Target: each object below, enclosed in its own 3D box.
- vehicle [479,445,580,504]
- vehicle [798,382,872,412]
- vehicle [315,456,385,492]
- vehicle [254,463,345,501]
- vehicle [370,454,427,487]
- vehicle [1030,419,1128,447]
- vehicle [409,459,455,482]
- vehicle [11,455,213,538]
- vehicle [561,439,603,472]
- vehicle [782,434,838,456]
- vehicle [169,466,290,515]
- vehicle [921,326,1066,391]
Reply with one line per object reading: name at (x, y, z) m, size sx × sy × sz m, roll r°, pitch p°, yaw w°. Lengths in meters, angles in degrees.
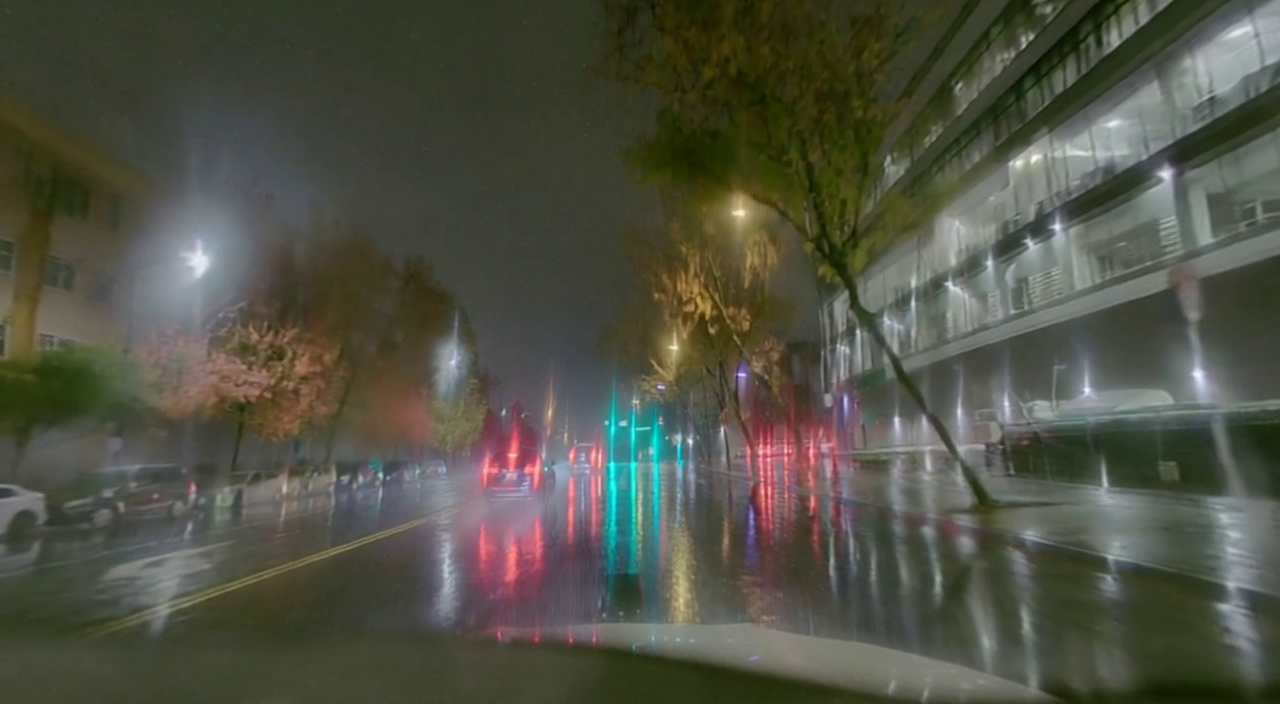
vehicle at (-2.937, 3.349, 17.795) m, size 2.051 × 1.454 × 4.132 m, roll 0°, pitch -8°, yaw 1°
vehicle at (11.666, 2.730, 38.042) m, size 3.827 × 1.556 × 1.730 m, roll -1°, pitch -9°, yaw -1°
vehicle at (-16.230, 6.811, 35.615) m, size 1.897 × 1.805 × 4.538 m, roll 0°, pitch -8°, yaw -3°
vehicle at (-15.953, 6.100, 29.941) m, size 1.871 × 1.485 × 4.573 m, roll 0°, pitch -8°, yaw -2°
vehicle at (-16.321, 7.959, 42.888) m, size 2.079 × 1.847 × 4.592 m, roll -5°, pitch -8°, yaw -1°
vehicle at (25.473, 4.708, 36.758) m, size 4.215 × 1.545 × 1.897 m, roll 0°, pitch -8°, yaw 0°
vehicle at (-16.012, 9.125, 48.846) m, size 2.021 × 1.438 × 4.616 m, roll -3°, pitch -8°, yaw 0°
vehicle at (-15.650, 4.227, 19.222) m, size 2.129 × 1.967 × 4.907 m, roll -4°, pitch -9°, yaw -3°
vehicle at (-3.452, 6.288, 38.558) m, size 2.190 × 1.840 × 4.720 m, roll 0°, pitch -8°, yaw -1°
vehicle at (12.418, 6.806, 46.211) m, size 3.527 × 1.496 × 1.836 m, roll 0°, pitch -8°, yaw -4°
vehicle at (-15.767, 5.308, 24.599) m, size 1.942 × 1.431 × 4.553 m, roll -5°, pitch -9°, yaw -4°
vehicle at (12.380, 0.273, 22.353) m, size 3.932 × 1.743 × 1.695 m, roll -5°, pitch -8°, yaw 3°
